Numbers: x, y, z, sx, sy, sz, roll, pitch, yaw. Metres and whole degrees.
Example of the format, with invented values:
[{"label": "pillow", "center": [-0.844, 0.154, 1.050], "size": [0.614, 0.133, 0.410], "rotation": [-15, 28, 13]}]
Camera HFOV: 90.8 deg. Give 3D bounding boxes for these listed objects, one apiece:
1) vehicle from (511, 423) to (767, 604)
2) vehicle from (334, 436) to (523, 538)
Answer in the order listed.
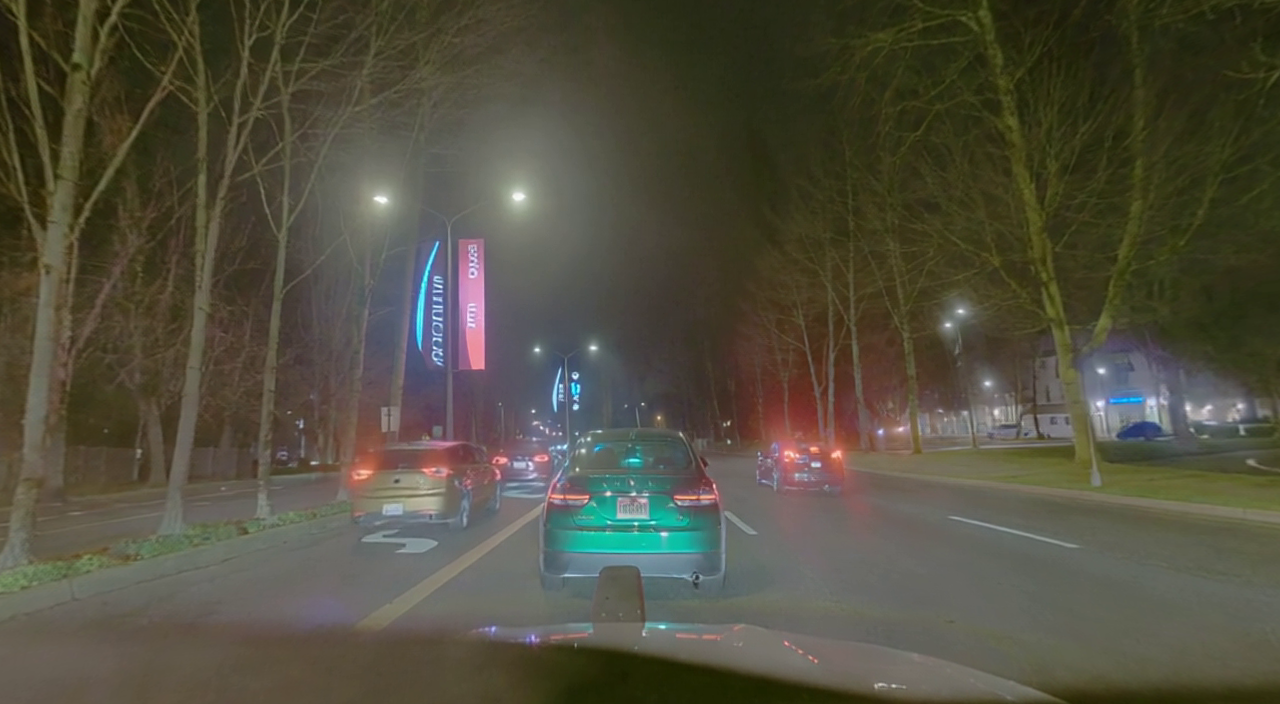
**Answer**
[{"label": "vehicle", "center": [-0.064, 1.638, 7.298], "size": [2.126, 1.475, 3.967], "rotation": [0, -8, -2]}, {"label": "vehicle", "center": [-3.447, 2.267, 11.326], "size": [1.952, 1.431, 4.383], "rotation": [0, -8, -1]}]
